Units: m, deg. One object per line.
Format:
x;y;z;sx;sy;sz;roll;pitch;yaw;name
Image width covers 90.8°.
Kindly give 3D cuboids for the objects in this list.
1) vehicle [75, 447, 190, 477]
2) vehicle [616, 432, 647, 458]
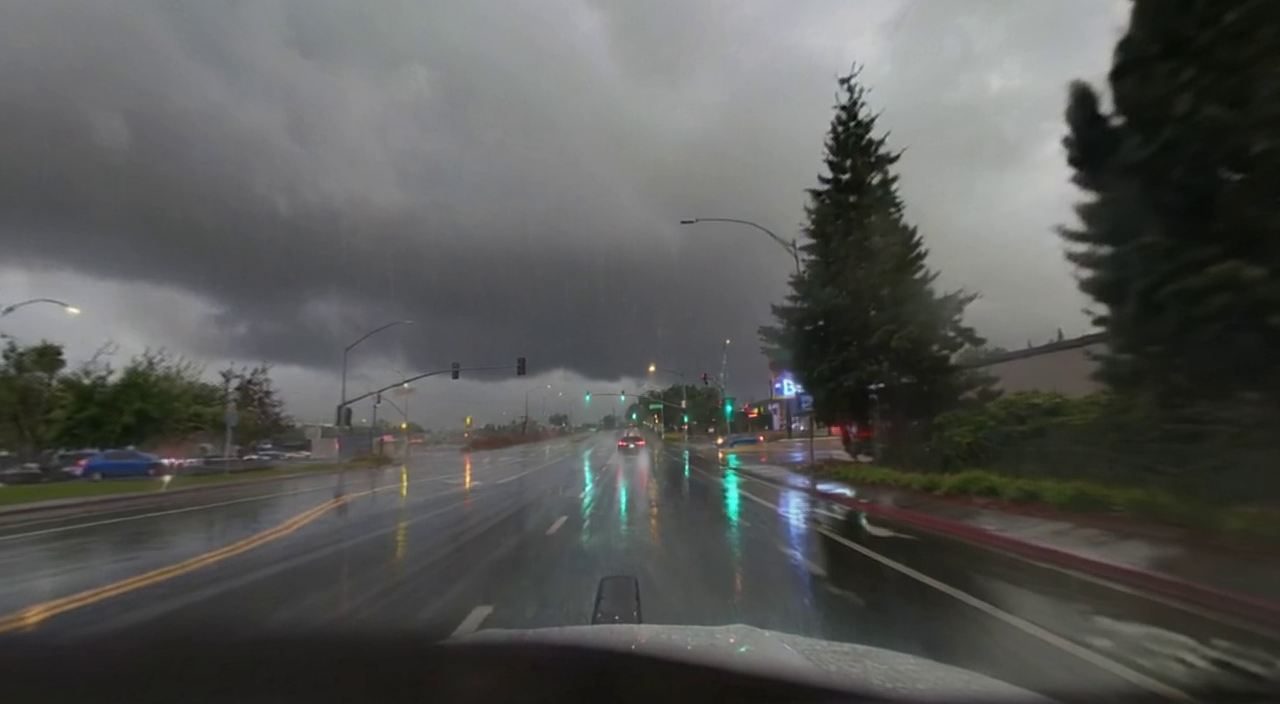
-30.625;6.625;38.272;5.136;1.723;1.953;0;-8;-3;vehicle
-0.581;6.273;42.594;2.024;1.628;4.774;0;-8;-1;vehicle
